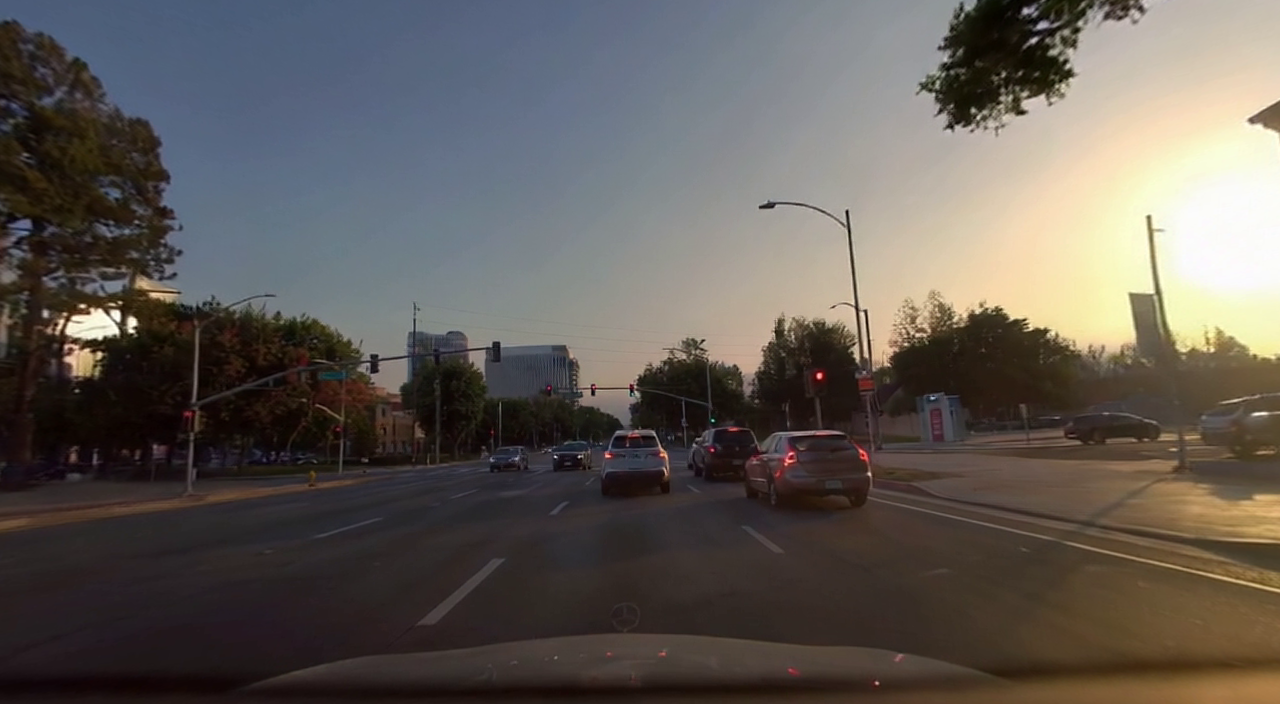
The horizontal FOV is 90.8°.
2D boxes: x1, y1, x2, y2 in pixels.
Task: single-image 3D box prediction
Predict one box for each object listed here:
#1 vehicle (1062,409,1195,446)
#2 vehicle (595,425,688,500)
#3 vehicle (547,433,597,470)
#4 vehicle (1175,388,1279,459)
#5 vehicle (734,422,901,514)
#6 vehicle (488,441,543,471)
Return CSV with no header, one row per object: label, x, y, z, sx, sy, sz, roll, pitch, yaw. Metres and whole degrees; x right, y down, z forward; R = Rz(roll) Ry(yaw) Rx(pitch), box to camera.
vehicle,23.966,3.744,31.134,4.854,1.712,2.017,0,-9,-1
vehicle,-0.058,2.842,16.563,2.146,1.685,4.003,0,-9,-3
vehicle,-3.466,5.190,32.966,2.106,1.778,4.444,0,-9,0
vehicle,15.463,1.666,14.552,4.344,1.512,1.936,-1,-9,3
vehicle,3.594,2.458,13.879,2.198,1.660,4.512,0,-9,-2
vehicle,-6.534,5.506,33.650,1.954,1.473,4.350,0,-9,1
